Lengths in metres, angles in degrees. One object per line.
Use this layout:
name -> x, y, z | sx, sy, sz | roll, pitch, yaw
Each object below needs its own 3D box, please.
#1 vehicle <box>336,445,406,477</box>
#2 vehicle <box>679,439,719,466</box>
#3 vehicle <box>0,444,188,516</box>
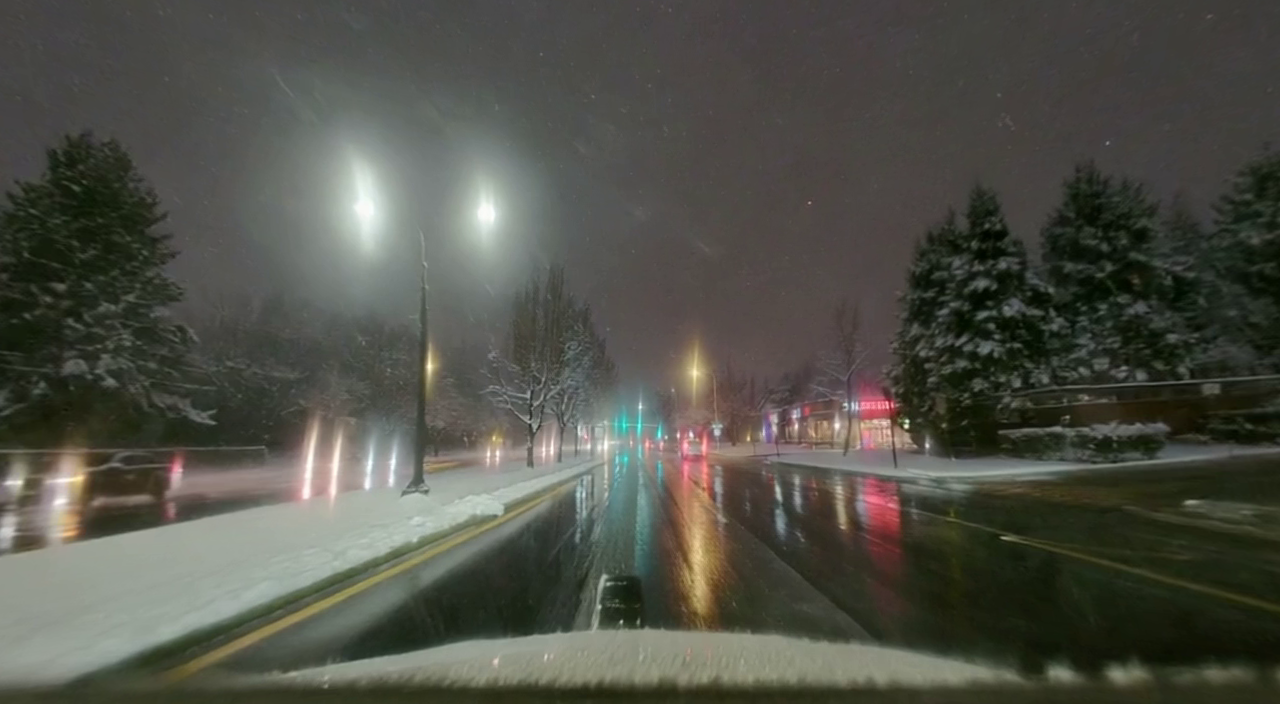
vehicle -> -14.353, 5.795, 34.009 | 1.962, 1.574, 4.612 | 0, -8, -3
vehicle -> 3.567, 6.162, 38.966 | 1.961, 1.580, 4.020 | 0, -8, -2
vehicle -> -14.066, 3.143, 16.134 | 1.876, 1.573, 4.392 | 0, -8, -2
